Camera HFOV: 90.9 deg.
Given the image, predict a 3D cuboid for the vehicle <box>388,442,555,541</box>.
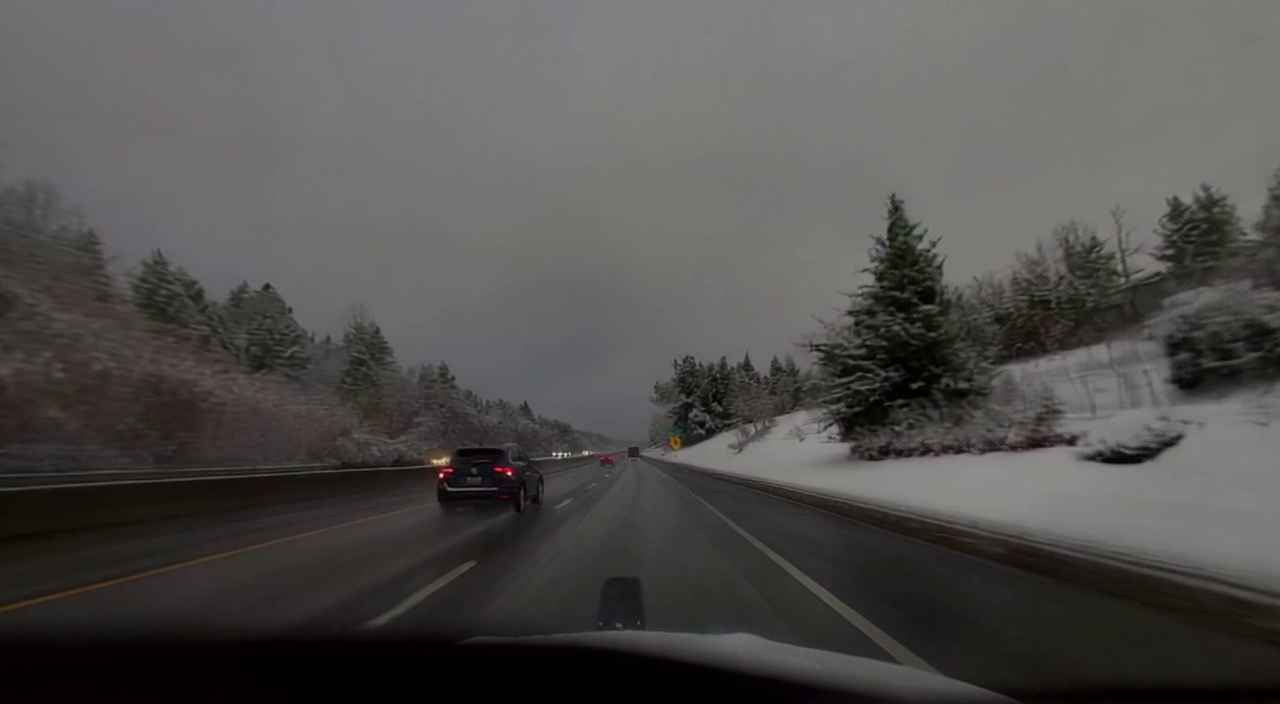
[{"bbox_3d":[-3.235,2.781,13.250,2.135,1.686,4.517,0,-9,2],"label":"vehicle"}]
